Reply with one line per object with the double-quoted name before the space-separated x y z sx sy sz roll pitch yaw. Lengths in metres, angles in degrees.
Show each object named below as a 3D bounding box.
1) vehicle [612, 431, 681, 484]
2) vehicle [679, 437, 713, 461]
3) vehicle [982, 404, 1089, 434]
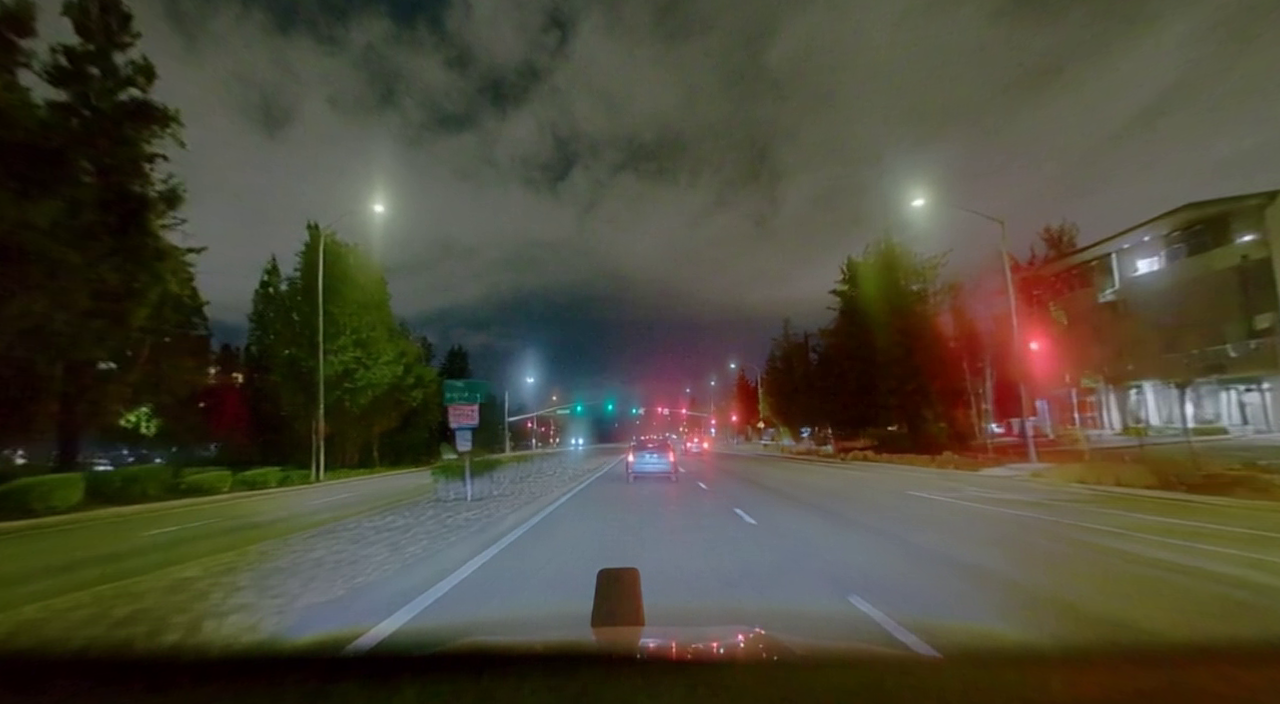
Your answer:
"vehicle" 0.174 3.623 21.948 2.181 1.639 4.127 0 -9 -1
"vehicle" 3.993 7.000 45.601 1.987 1.613 4.081 0 -9 -2
"vehicle" 22.567 3.861 36.155 4.738 1.593 2.123 0 -8 -6
